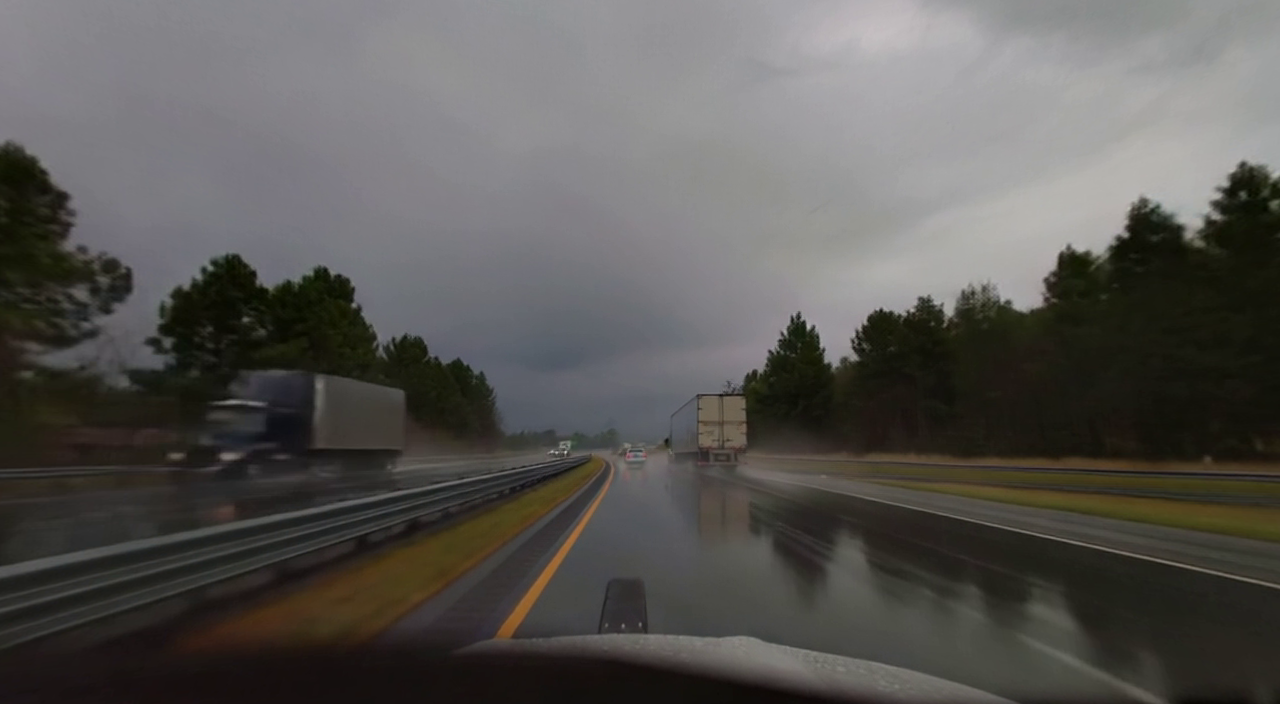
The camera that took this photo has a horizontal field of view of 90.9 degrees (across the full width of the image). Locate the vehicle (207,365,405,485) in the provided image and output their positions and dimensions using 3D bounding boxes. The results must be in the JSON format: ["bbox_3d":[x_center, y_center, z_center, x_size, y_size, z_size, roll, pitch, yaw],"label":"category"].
[{"bbox_3d":[-12.866,3.138,25.695,2.968,4.011,9.235,0,-9,-1],"label":"vehicle"}]

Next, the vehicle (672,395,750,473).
[{"bbox_3d":[4.093,5.432,40.354,2.883,4.057,14.579,0,-9,-2],"label":"vehicle"}]

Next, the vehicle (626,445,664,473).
[{"bbox_3d":[0.219,6.268,37.082,2.051,1.513,4.511,0,-9,-1],"label":"vehicle"}]
